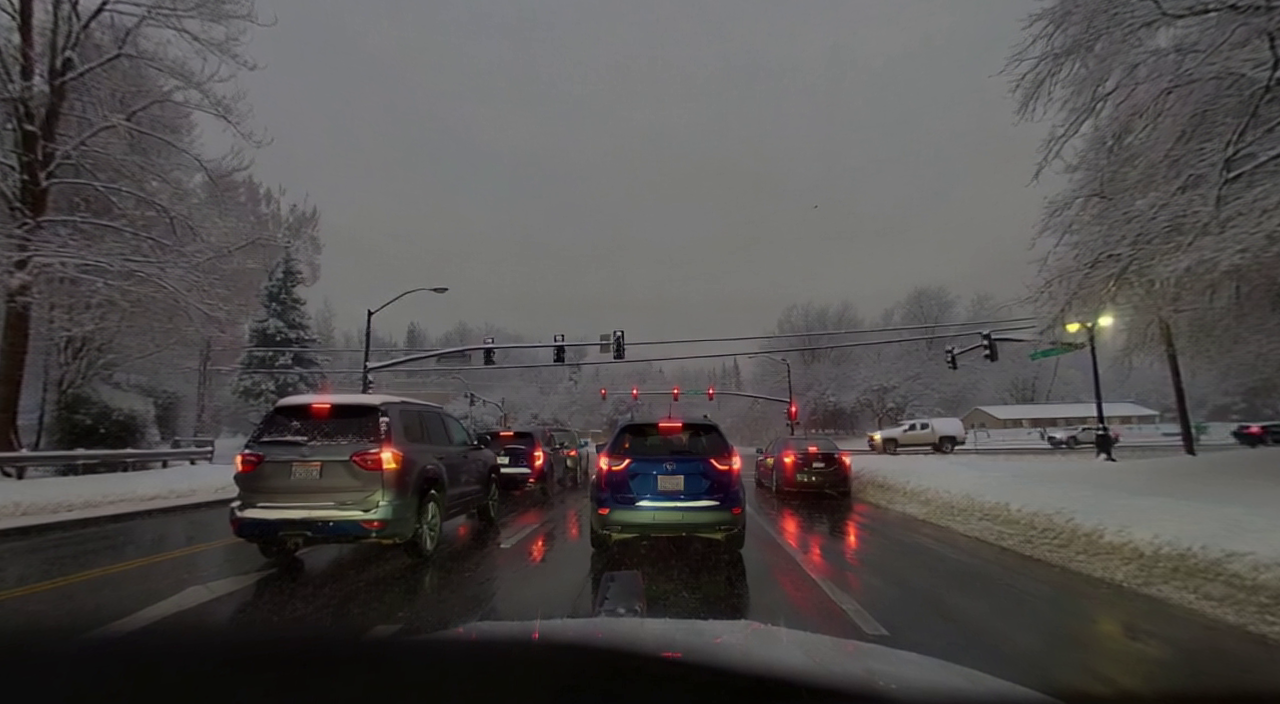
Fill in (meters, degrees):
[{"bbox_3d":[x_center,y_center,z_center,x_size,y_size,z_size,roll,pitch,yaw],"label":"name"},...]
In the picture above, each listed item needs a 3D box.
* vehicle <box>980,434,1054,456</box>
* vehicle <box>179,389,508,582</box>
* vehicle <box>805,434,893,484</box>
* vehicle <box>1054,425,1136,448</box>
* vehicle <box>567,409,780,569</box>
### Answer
[{"bbox_3d":[24.826,6.170,41.566,3.944,1.398,1.701,-4,-9,24],"label":"vehicle"},{"bbox_3d":[-3.264,1.582,8.200,2.085,1.812,4.388,0,-8,0],"label":"vehicle"},{"bbox_3d":[7.436,3.839,22.840,2.067,1.599,4.251,-1,-8,5],"label":"vehicle"},{"bbox_3d":[33.250,6.233,46.136,4.632,1.580,1.801,-5,-10,31],"label":"vehicle"},{"bbox_3d":[0.360,1.730,8.667,2.189,1.649,4.171,0,-8,1],"label":"vehicle"}]
